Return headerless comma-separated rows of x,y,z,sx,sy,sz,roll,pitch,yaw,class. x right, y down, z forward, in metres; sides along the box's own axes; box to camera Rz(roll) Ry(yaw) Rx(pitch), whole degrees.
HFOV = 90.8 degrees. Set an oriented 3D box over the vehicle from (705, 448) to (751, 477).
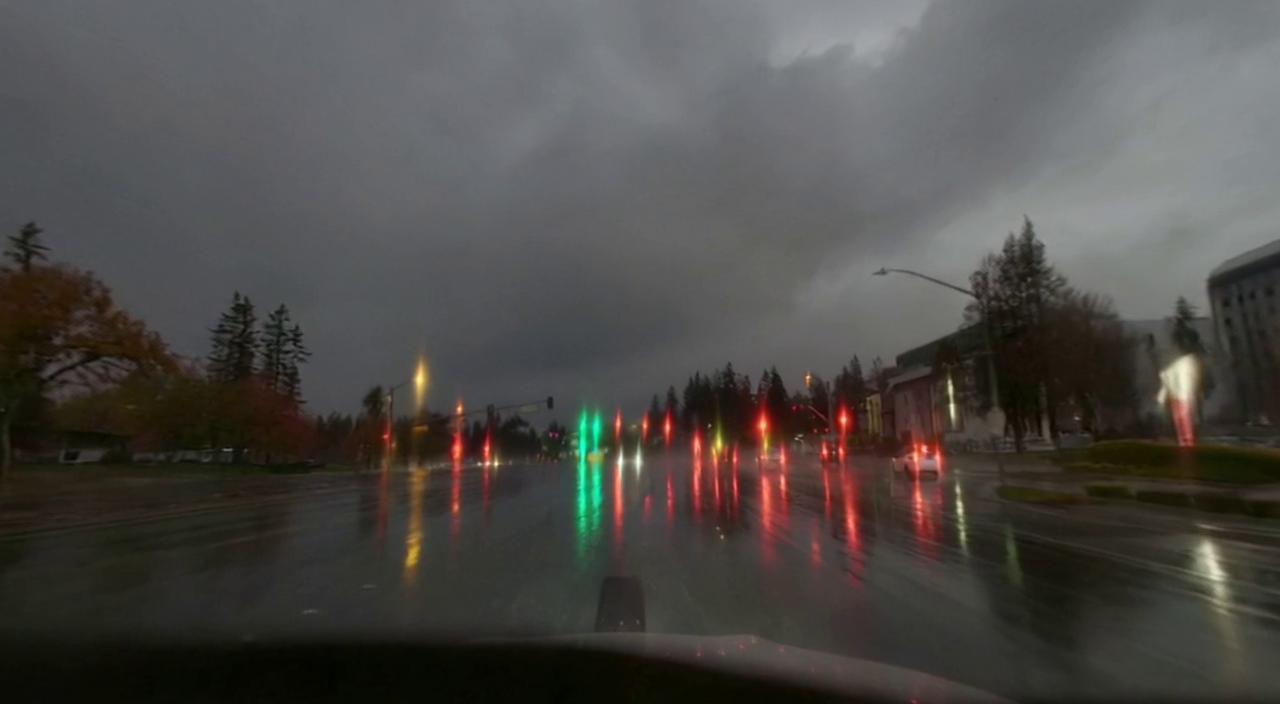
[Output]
4.797,6.072,35.052,2.133,1.481,4.276,0,-9,2,vehicle
